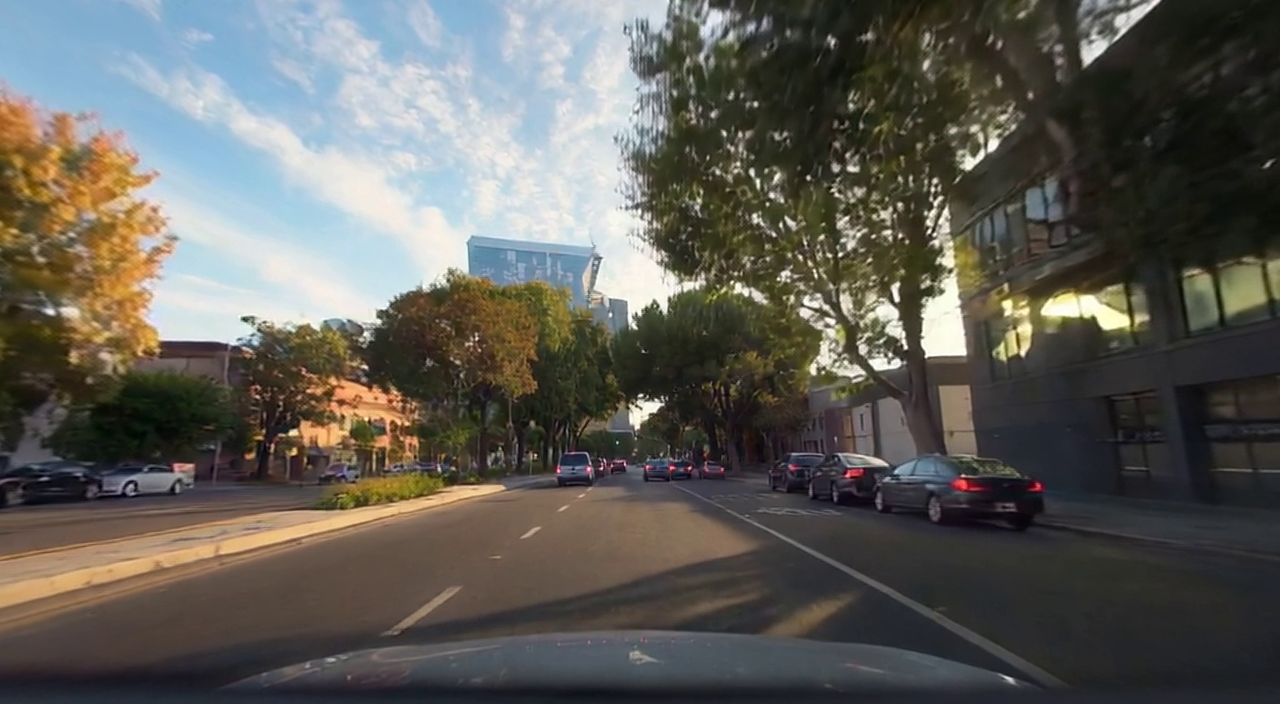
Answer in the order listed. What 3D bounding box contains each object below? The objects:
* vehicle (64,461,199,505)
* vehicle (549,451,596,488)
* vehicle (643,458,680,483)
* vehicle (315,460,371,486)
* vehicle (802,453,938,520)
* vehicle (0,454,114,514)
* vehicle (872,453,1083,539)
[{"bbox_3d":[-21.780,5.585,27.360,1.999,1.562,4.803,0,-8,-3],"label":"vehicle"},{"bbox_3d":[-3.854,6.770,36.811,2.223,1.957,4.845,0,-8,0],"label":"vehicle"},{"bbox_3d":[1.503,8.494,45.322,2.201,1.589,3.843,0,-8,-4],"label":"vehicle"},{"bbox_3d":[-22.522,9.181,48.112,1.996,1.767,4.613,0,-8,-1],"label":"vehicle"},{"bbox_3d":[7.012,4.129,19.957,2.320,1.764,4.731,0,-8,-2],"label":"vehicle"},{"bbox_3d":[-21.624,4.586,22.359,2.270,1.830,4.409,0,-8,-3],"label":"vehicle"},{"bbox_3d":[7.008,2.998,13.797,2.269,1.506,4.152,0,-8,-1],"label":"vehicle"}]
